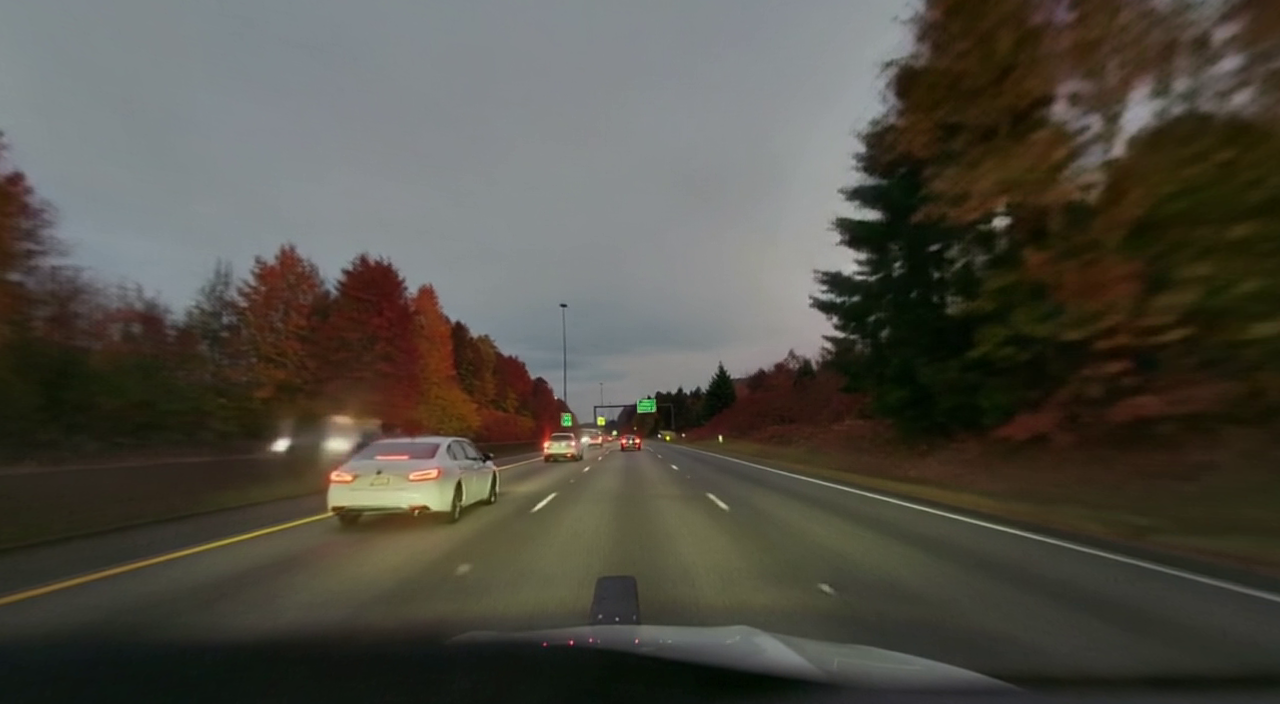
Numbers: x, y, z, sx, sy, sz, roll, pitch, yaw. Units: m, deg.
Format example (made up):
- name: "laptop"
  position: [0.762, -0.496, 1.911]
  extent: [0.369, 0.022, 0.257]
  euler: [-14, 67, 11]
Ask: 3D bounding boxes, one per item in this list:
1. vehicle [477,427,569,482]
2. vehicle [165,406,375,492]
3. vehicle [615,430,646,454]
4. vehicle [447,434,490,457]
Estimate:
- name: "vehicle"
  position: [-3.467, 3.122, 19.575]
  extent: [1.989, 1.497, 4.645]
  euler: [0, -8, 0]
- name: "vehicle"
  position: [-11.557, 3.118, 20.702]
  extent: [2.459, 2.312, 7.383]
  euler: [0, -8, 0]
- name: "vehicle"
  position: [-0.655, 6.264, 43.971]
  extent: [2.054, 1.609, 3.859]
  euler: [0, -8, 0]
- name: "vehicle"
  position: [-12.450, 6.818, 45.896]
  extent: [1.903, 1.544, 4.199]
  euler: [0, -8, 0]
